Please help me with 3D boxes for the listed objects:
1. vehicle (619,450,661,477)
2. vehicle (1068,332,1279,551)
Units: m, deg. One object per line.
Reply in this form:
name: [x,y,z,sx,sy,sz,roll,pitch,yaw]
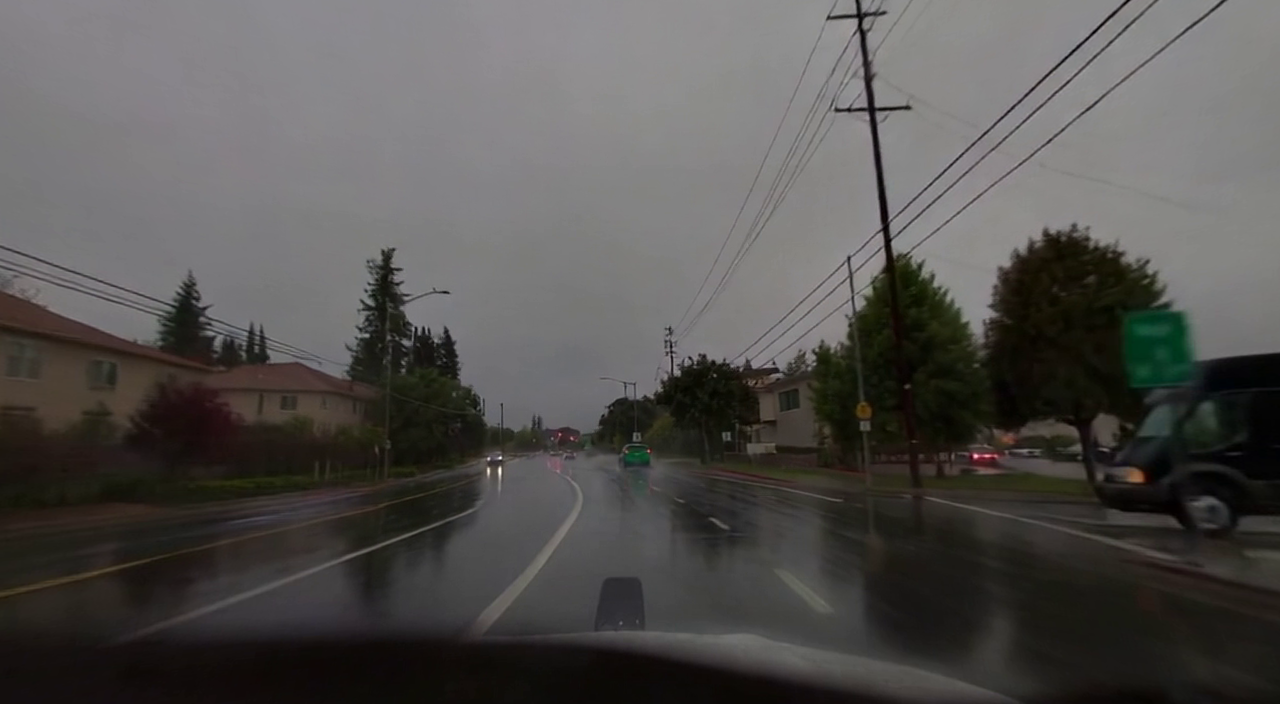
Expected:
vehicle: [-0.057,6.616,37.631,2.015,1.467,4.117,1,-9,-7]
vehicle: [11.088,1.271,9.092,7.877,3.012,2.916,-6,-11,32]
